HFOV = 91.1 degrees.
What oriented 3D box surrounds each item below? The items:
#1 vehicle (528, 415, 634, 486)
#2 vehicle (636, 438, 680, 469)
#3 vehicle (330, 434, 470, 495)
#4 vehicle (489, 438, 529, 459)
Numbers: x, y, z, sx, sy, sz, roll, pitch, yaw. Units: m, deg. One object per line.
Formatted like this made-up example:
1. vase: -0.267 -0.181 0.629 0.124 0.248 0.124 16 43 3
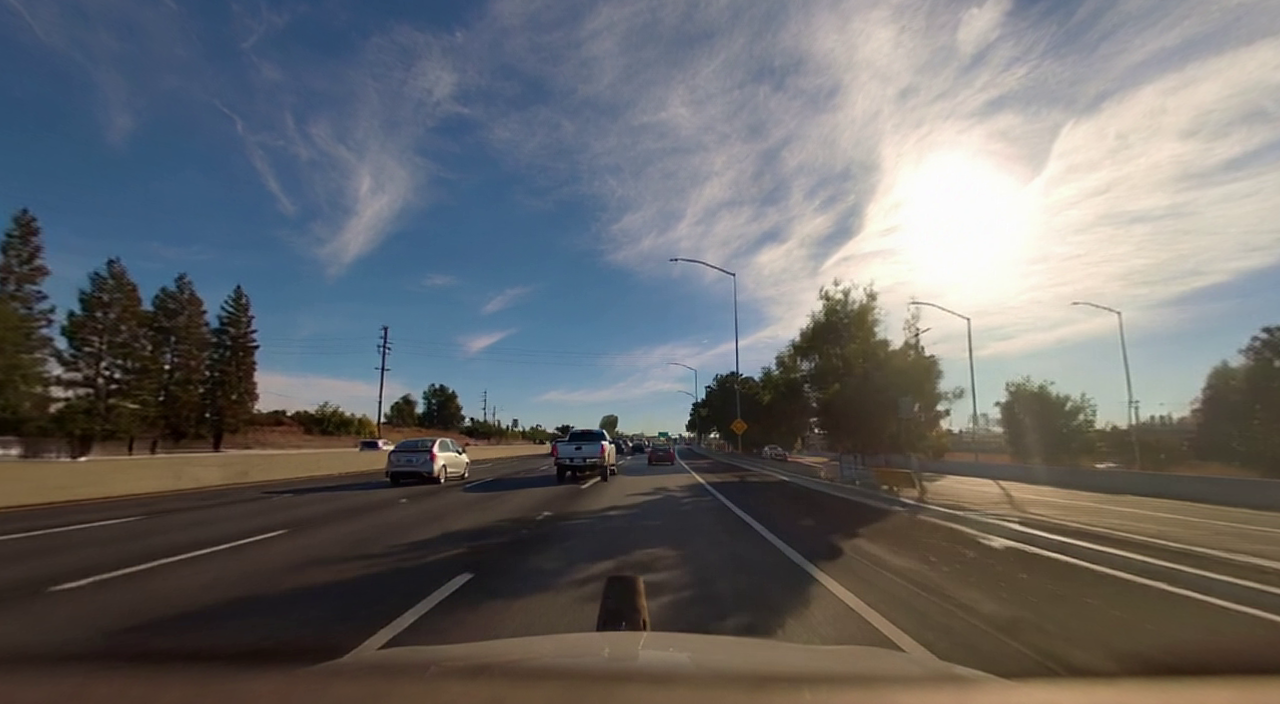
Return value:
1. vehicle: -1.796 3.401 21.927 2.815 2.092 6.526 0 -8 2
2. vehicle: 0.852 5.049 31.544 2.013 1.444 4.447 0 -8 0
3. vehicle: -6.494 3.077 17.651 1.964 1.481 4.425 -1 -8 4
4. vehicle: -9.787 7.268 47.207 1.915 1.472 4.502 0 -8 2
